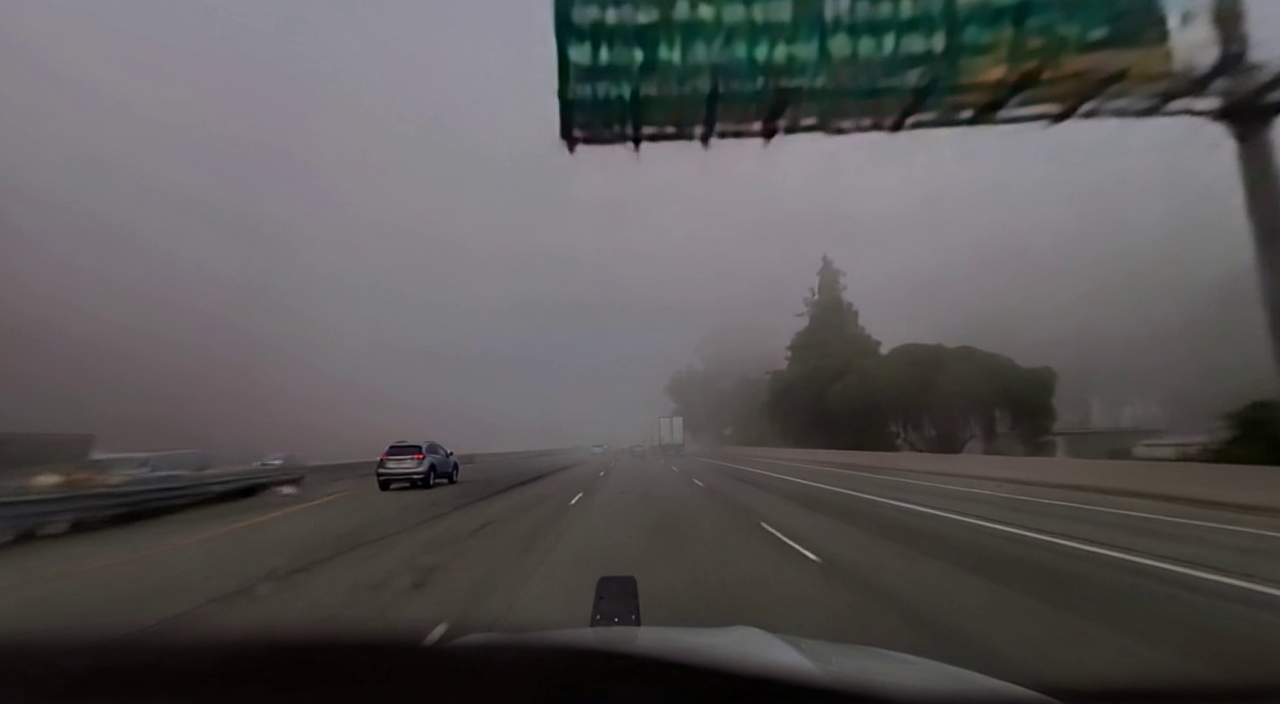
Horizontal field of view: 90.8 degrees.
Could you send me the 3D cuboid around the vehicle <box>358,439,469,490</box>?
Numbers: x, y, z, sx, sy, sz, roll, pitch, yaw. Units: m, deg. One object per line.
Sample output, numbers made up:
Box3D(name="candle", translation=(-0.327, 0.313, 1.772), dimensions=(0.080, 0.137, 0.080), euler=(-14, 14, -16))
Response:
Box3D(name="vehicle", translation=(-7.311, 3.663, 20.969), dimensions=(2.033, 1.494, 4.508), euler=(0, -9, 0))
